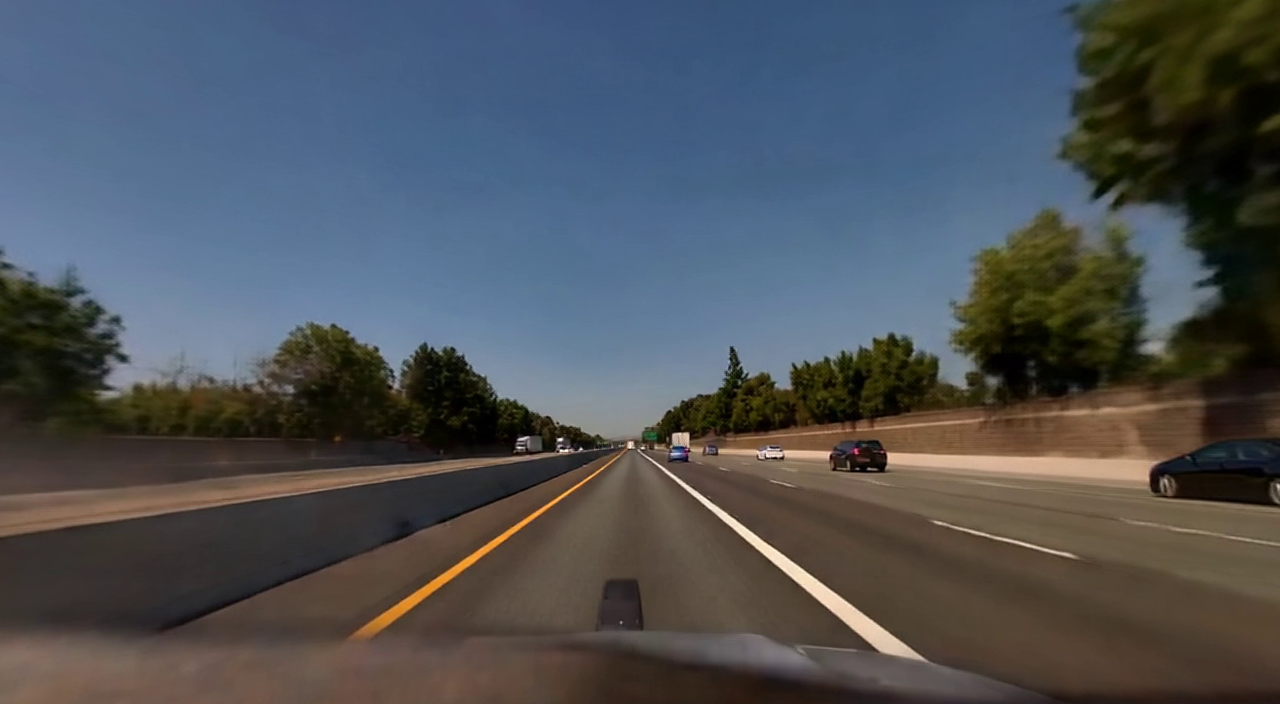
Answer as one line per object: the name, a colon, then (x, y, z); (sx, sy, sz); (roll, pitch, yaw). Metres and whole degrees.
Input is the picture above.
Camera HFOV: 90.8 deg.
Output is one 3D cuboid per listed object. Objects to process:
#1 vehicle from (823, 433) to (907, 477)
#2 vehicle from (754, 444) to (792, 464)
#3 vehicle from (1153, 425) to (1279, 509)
vehicle: (10.236, 4.720, 29.118); (2.098, 1.820, 4.505); (0, -9, -1)
vehicle: (10.449, 8.014, 49.838); (1.931, 1.479, 4.183); (0, -9, -2)
vehicle: (14.076, 2.484, 13.787); (1.957, 1.709, 4.387); (0, -9, -1)
